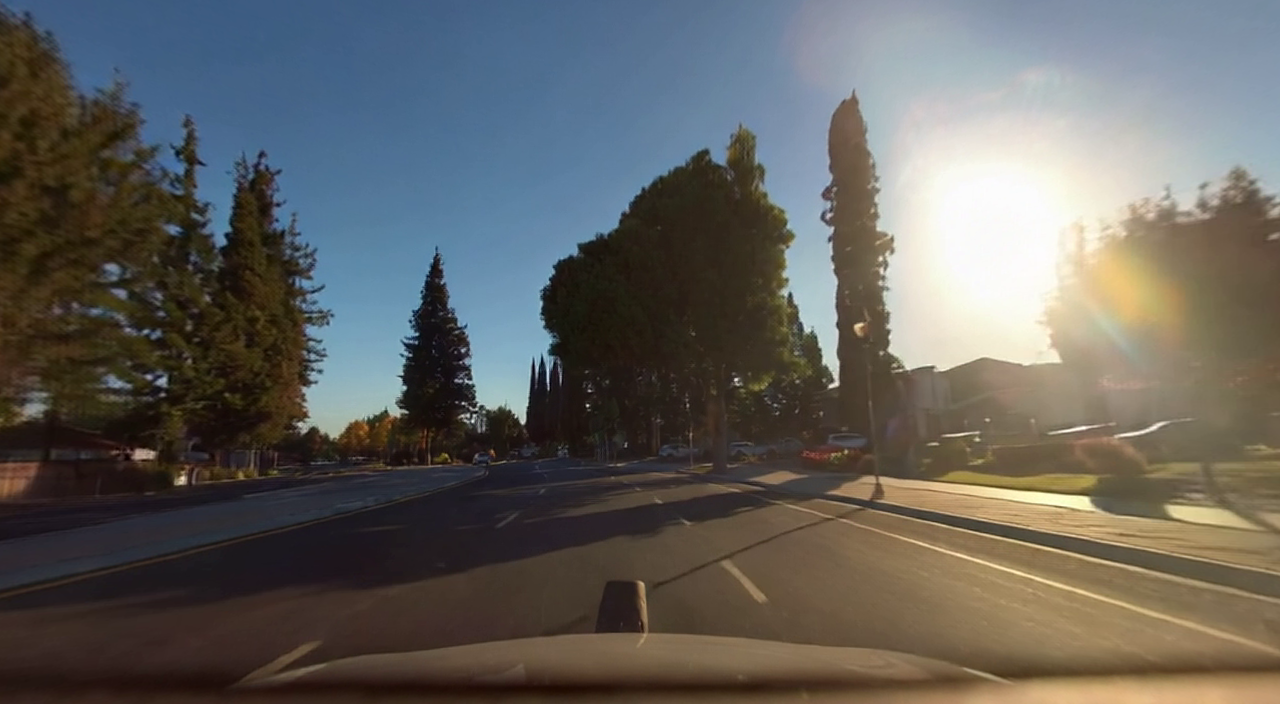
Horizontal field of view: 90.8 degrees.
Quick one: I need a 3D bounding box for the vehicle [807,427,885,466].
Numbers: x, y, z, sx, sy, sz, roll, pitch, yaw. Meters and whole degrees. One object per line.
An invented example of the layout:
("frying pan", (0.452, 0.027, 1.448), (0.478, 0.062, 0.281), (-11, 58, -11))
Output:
("vehicle", (11.307, 5.166, 34.467), (2.110, 1.863, 4.977), (-10, -13, 39))
